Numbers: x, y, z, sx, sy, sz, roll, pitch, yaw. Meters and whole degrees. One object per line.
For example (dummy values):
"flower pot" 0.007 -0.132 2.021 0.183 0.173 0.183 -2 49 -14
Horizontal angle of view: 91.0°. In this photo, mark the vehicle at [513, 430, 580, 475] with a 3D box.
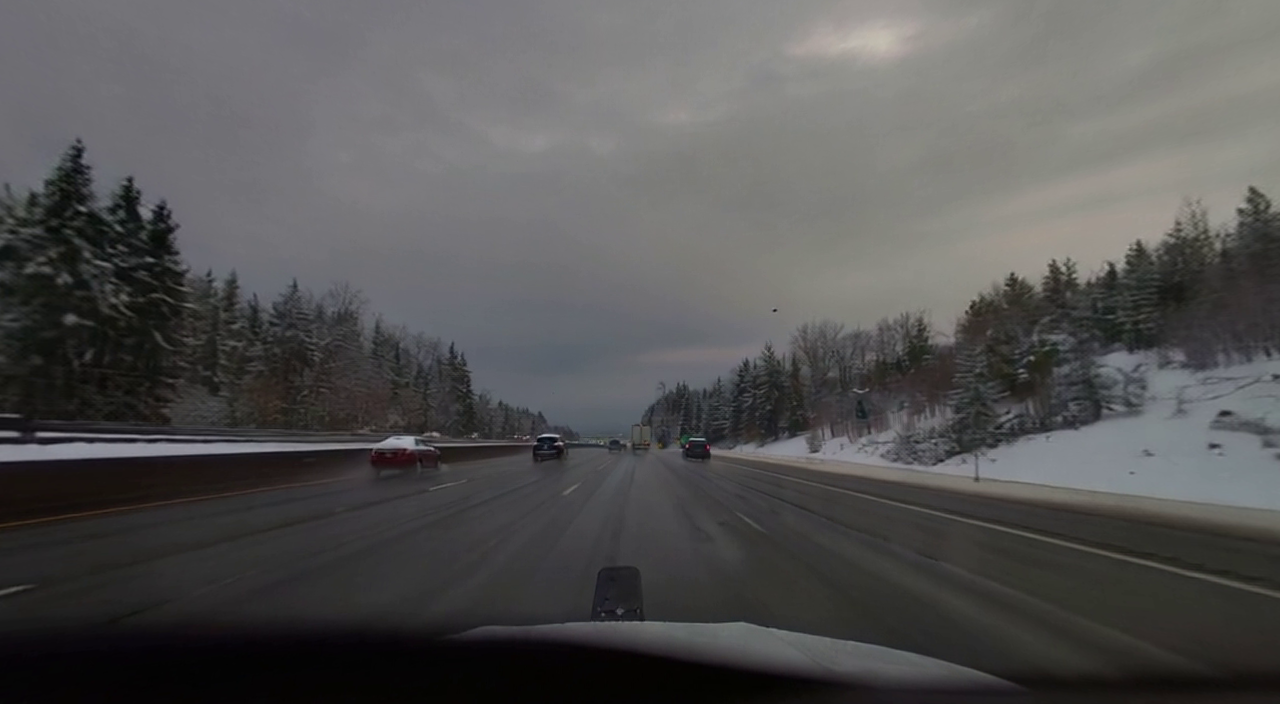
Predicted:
"vehicle" -3.678 4.070 25.607 2.002 1.680 4.301 0 -9 1

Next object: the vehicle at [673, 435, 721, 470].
"vehicle" 2.949 5.334 33.516 2.053 1.698 4.097 0 -9 -1

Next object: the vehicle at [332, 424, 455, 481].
"vehicle" -8.187 3.413 21.500 2.237 1.703 4.681 0 -9 1
